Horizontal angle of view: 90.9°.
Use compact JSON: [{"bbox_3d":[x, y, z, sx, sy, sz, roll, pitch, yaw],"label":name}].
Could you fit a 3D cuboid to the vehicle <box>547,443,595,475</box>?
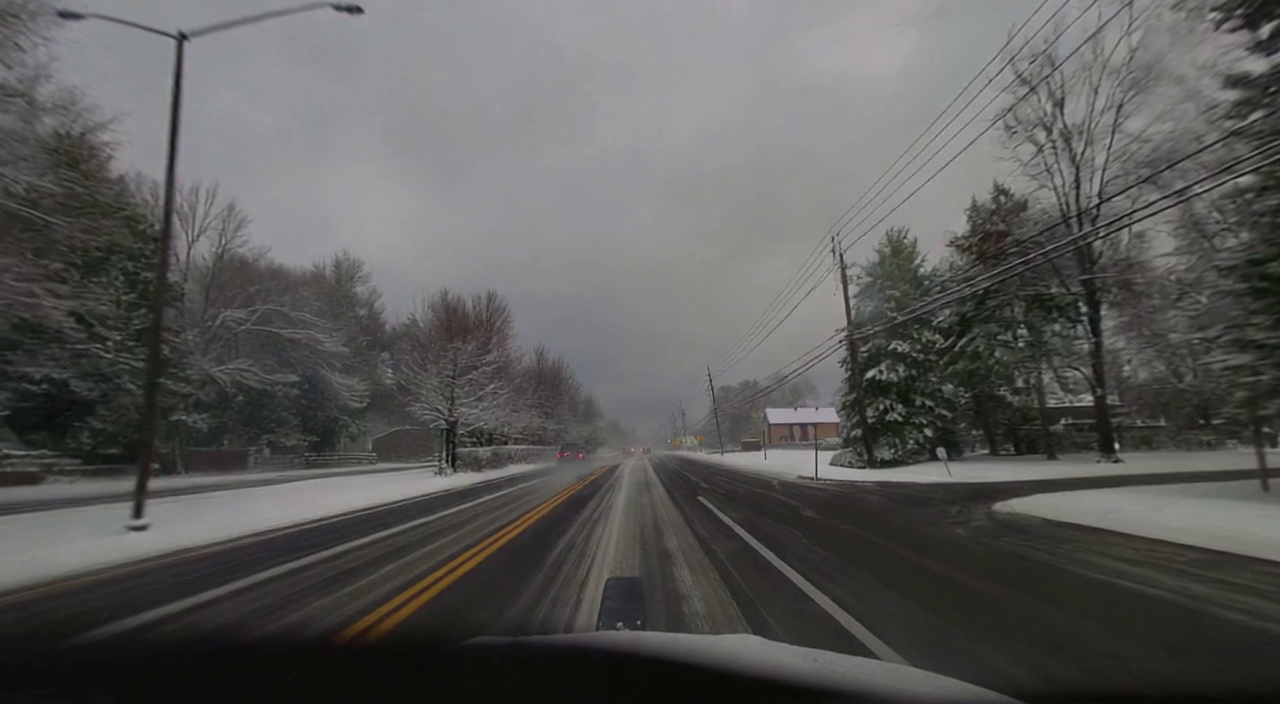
[{"bbox_3d":[-3.511,5.544,32.849,2.007,1.514,4.049,0,-8,1],"label":"vehicle"}]
